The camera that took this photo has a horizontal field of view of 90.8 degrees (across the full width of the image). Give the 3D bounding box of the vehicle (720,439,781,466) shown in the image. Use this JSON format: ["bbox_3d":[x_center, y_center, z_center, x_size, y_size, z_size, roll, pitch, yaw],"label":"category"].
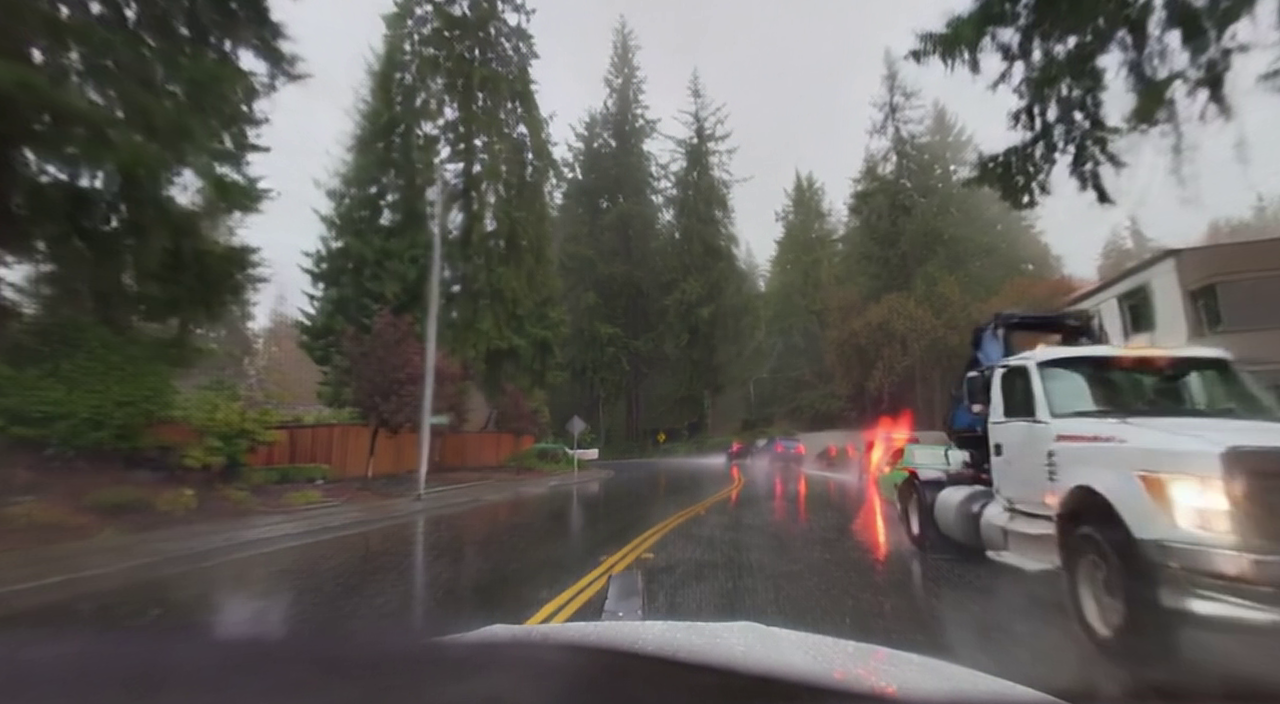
[{"bbox_3d":[8.316,7.714,48.414,2.511,1.904,6.143,2,-9,-12],"label":"vehicle"}]

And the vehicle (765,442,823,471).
[{"bbox_3d":[9.731,6.643,40.320,1.967,1.698,4.649,2,-9,-8],"label":"vehicle"}]

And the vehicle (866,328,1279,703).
[{"bbox_3d":[4.558,1.411,6.956,2.874,2.021,7.293,-2,-9,12],"label":"vehicle"}]
